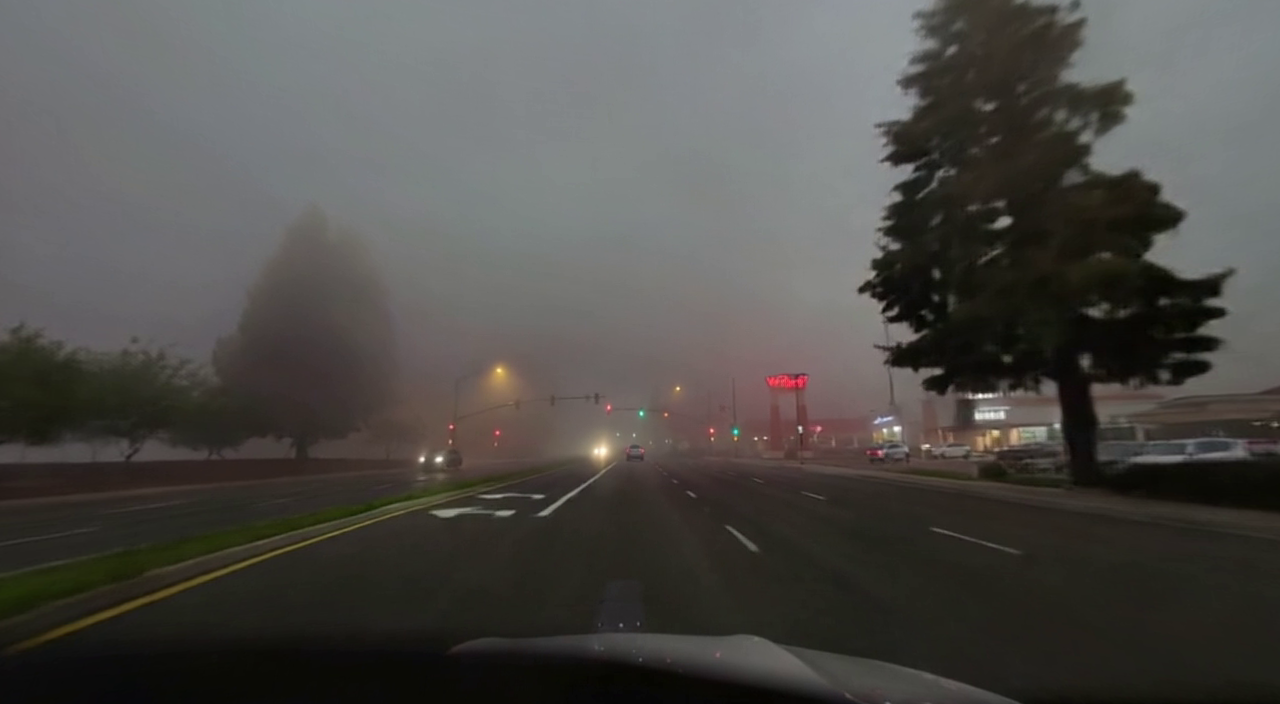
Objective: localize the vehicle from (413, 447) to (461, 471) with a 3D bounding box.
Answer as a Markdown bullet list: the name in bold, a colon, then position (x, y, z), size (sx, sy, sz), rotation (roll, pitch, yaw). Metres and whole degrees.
- **vehicle**: position (-15.830, 8.371, 49.571), size (2.102, 1.800, 4.849), rotation (0, -9, 0)

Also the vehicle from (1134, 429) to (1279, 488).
- **vehicle**: position (20.416, 3.752, 22.449), size (5.072, 1.887, 2.189), rotation (4, -10, -24)

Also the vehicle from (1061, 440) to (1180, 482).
- **vehicle**: position (19.633, 4.401, 25.772), size (4.632, 1.567, 1.960), rotation (5, -10, -28)

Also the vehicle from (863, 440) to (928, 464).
- **vehicle**: position (19.217, 7.487, 47.408), size (4.717, 1.714, 1.985), rotation (5, -10, -30)
